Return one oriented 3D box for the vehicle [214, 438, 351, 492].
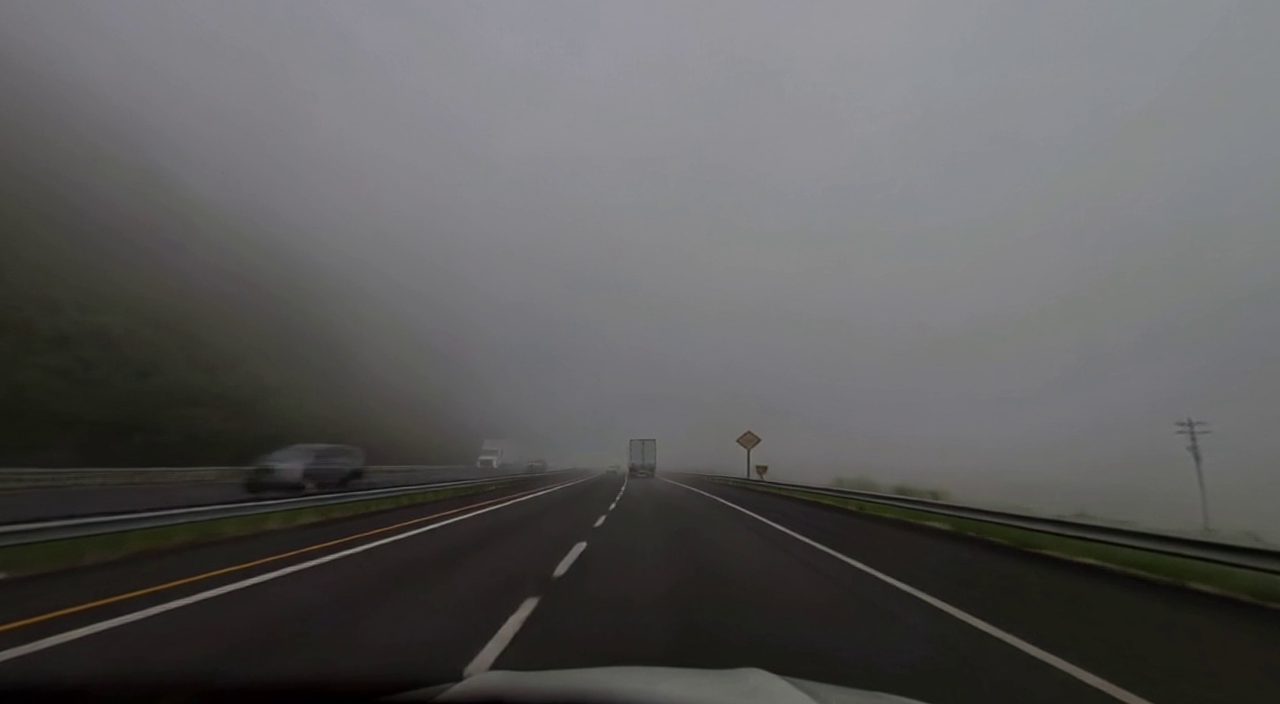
[{"bbox_3d":[-12.091,3.913,21.717,2.159,1.622,4.230,1,-11,0],"label":"vehicle"}]
